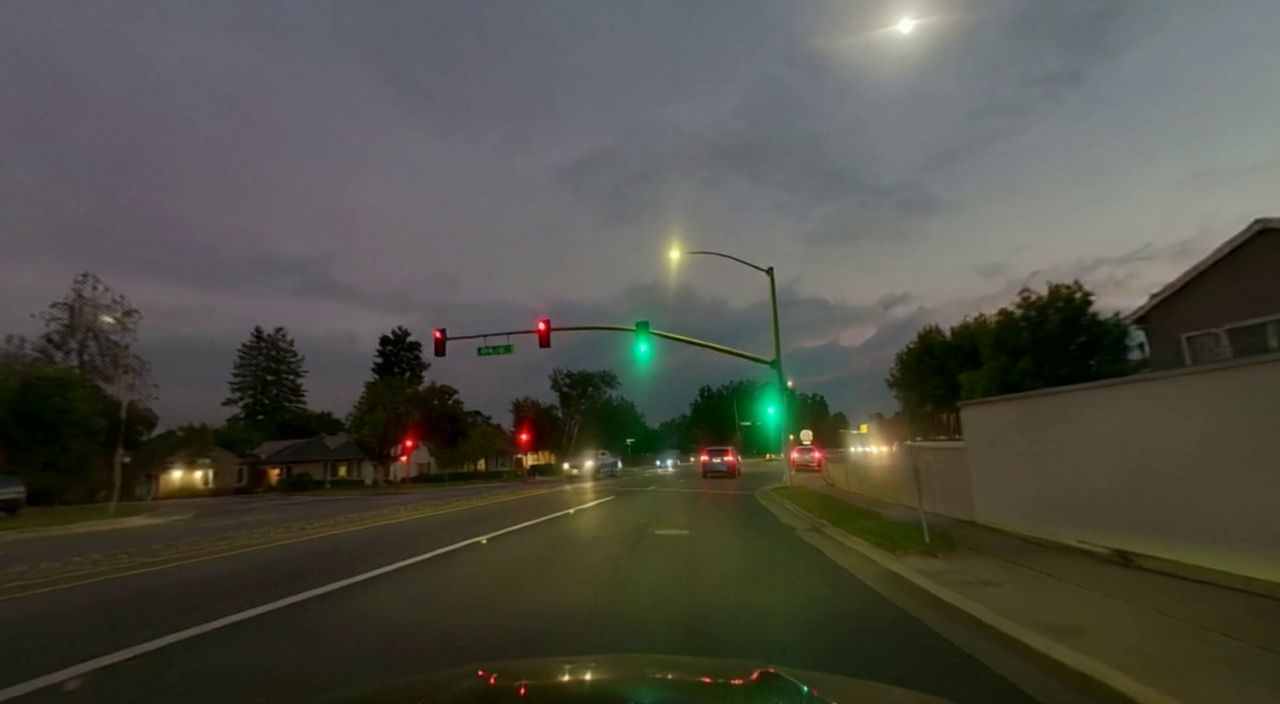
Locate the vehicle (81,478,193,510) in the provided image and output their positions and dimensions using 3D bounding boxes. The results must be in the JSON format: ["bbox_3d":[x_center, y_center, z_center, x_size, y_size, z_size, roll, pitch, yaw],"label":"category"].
[{"bbox_3d":[-31.096,8.769,39.056,4.697,1.691,2.486,1,-9,-5],"label":"vehicle"}]

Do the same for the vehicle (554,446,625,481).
[{"bbox_3d":[-3.156,7.245,41.489,2.369,2.041,6.995,-3,-9,16],"label":"vehicle"}]

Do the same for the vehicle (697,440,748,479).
[{"bbox_3d":[4.441,5.613,33.225,2.059,1.908,4.714,-2,-9,14],"label":"vehicle"}]
